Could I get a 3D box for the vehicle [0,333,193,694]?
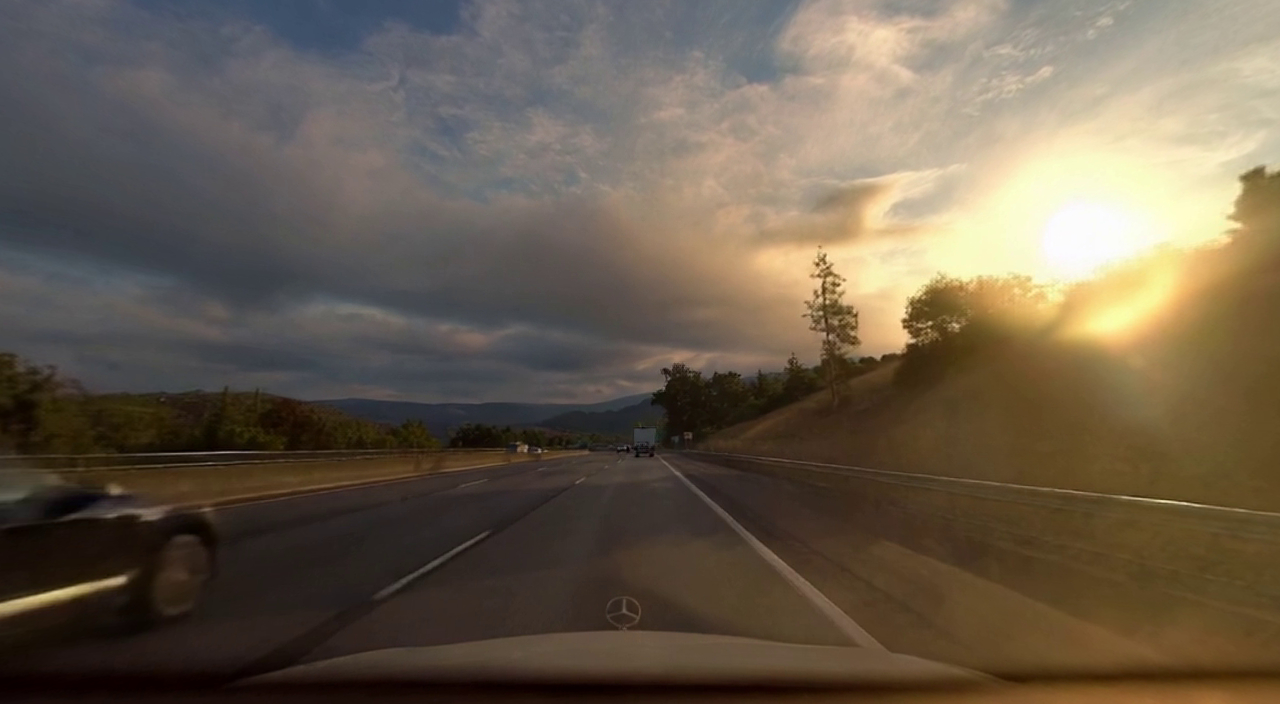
[{"bbox_3d":[-4.116,0.625,2.040,2.216,1.678,4.204,0,-9,0],"label":"vehicle"}]
